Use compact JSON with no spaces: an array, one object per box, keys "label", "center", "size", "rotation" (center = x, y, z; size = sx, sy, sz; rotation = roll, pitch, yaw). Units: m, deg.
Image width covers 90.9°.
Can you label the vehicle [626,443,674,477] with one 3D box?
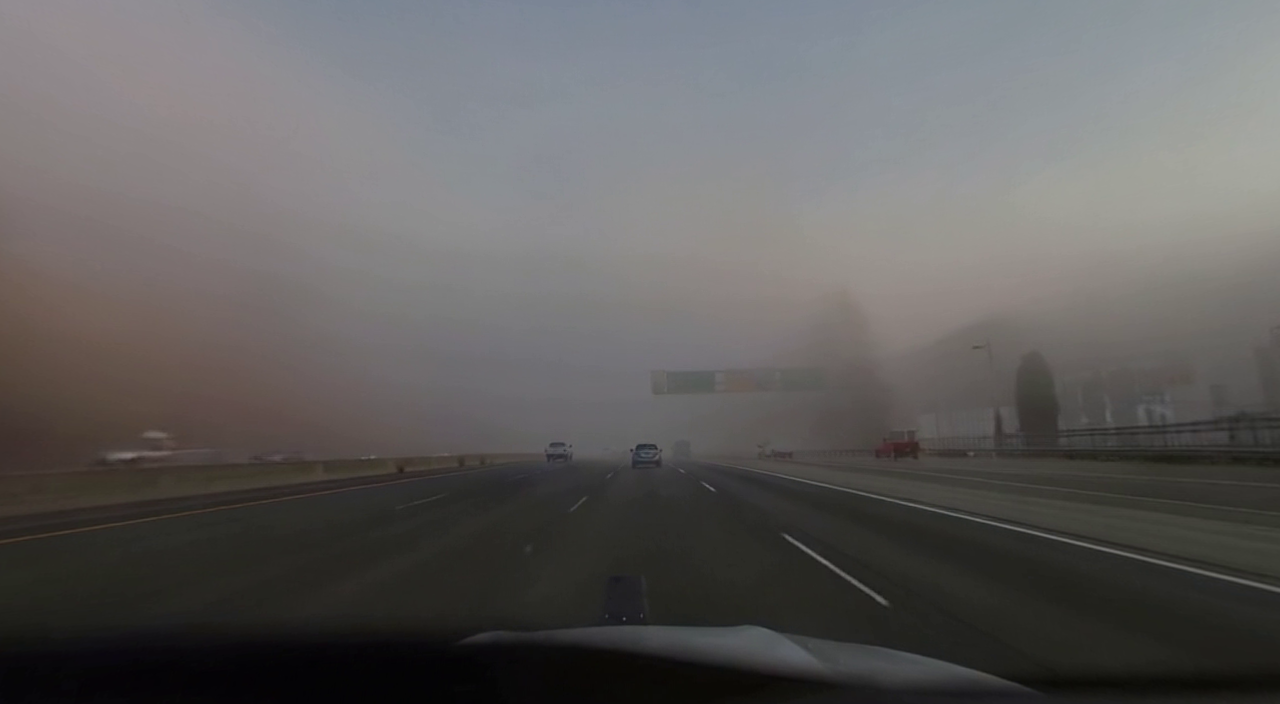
[{"label":"vehicle","center":[0.413,5.057,29.917],"size":[2.112,1.482,4.082],"rotation":[0,-8,0]}]
